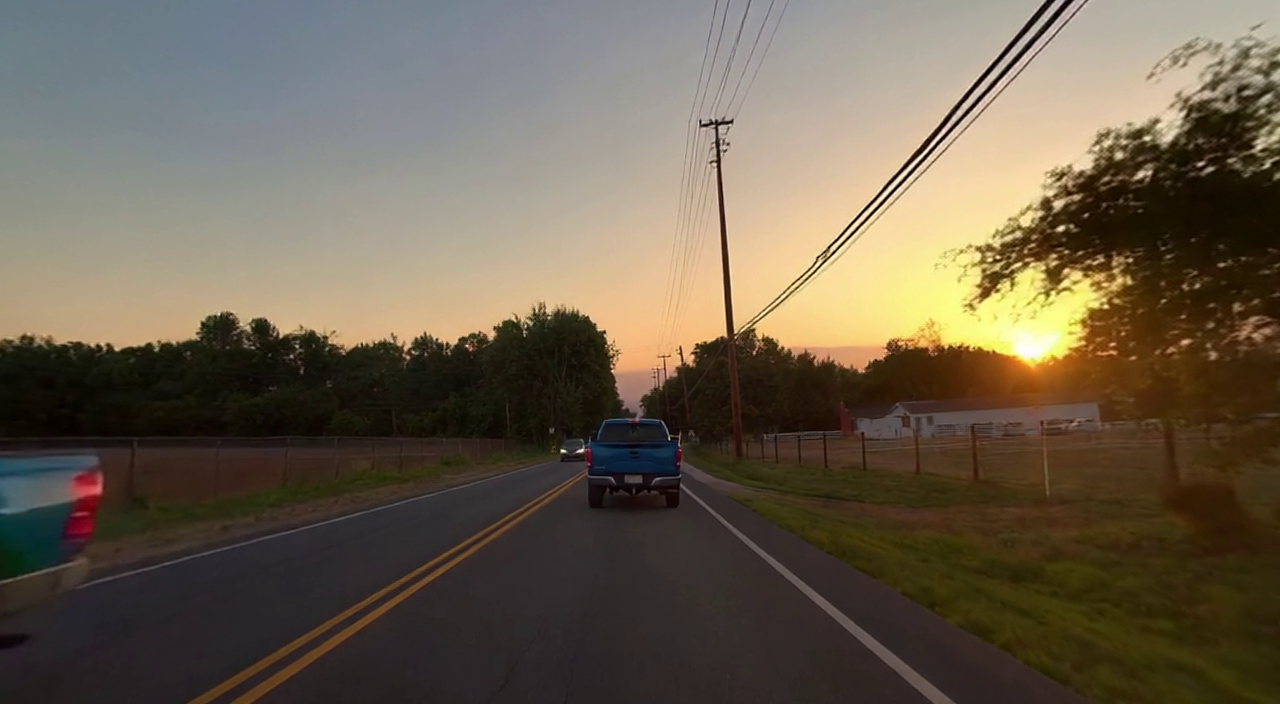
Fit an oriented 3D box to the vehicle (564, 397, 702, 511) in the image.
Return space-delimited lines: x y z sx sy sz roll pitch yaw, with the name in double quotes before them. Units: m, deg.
"vehicle" -0.196 2.431 15.425 2.693 2.223 5.885 0 -9 -1
